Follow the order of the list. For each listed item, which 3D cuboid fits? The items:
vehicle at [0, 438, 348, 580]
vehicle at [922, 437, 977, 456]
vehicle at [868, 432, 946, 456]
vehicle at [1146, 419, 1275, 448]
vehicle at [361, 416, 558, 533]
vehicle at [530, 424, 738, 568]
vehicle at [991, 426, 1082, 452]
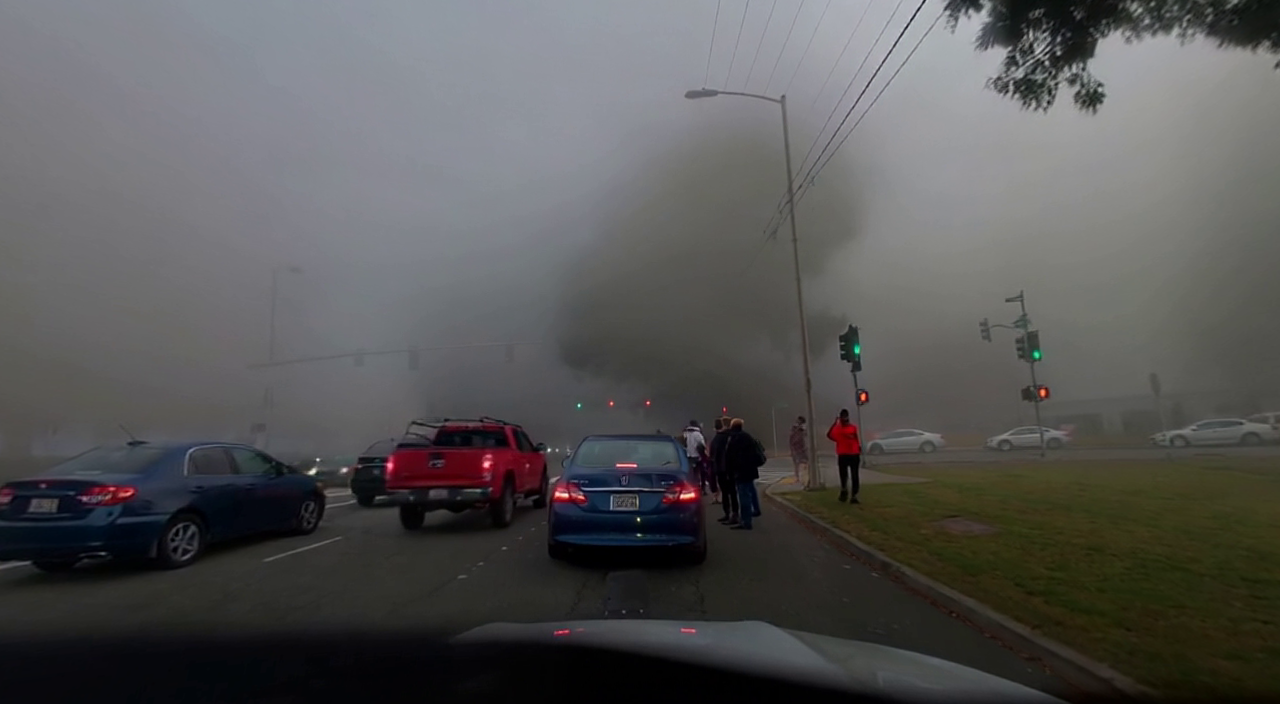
[{"bbox_3d":[-6.321,2.054,9.108,1.948,1.530,4.283,0,-9,3],"label":"vehicle"},{"bbox_3d":[24.583,7.545,49.915,3.662,1.442,1.787,-6,-10,33],"label":"vehicle"},{"bbox_3d":[17.504,6.064,41.255,4.441,1.452,1.798,-5,-10,30],"label":"vehicle"},{"bbox_3d":[30.566,4.431,33.862,4.739,1.472,1.804,-5,-10,29],"label":"vehicle"},{"bbox_3d":[-3.190,2.308,12.482,2.223,1.826,4.990,0,-9,3],"label":"vehicle"},{"bbox_3d":[-0.043,1.829,8.752,2.182,1.501,4.150,0,-9,1],"label":"vehicle"},{"bbox_3d":[23.802,5.265,37.836,4.454,1.440,1.816,-5,-10,30],"label":"vehicle"}]
